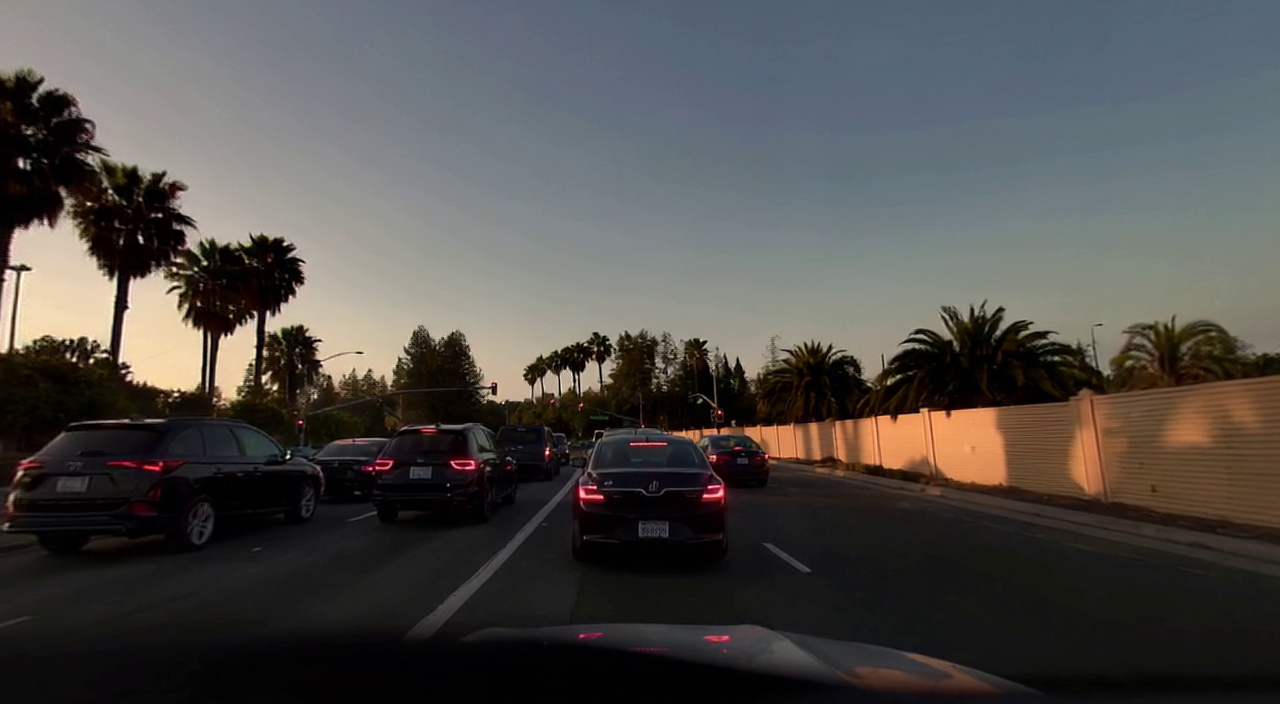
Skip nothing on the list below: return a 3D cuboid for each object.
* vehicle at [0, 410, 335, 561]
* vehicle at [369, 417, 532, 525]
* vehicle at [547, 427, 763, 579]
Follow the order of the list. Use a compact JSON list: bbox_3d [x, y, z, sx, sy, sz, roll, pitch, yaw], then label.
[{"bbox_3d":[-6.691,1.873,9.584,1.963,1.721,4.467,0,-8,-2],"label":"vehicle"},{"bbox_3d":[-3.450,2.250,12.443,2.007,1.746,4.136,0,-8,-2],"label":"vehicle"},{"bbox_3d":[0.070,1.803,8.415,2.128,1.473,4.272,0,-8,-2],"label":"vehicle"}]
